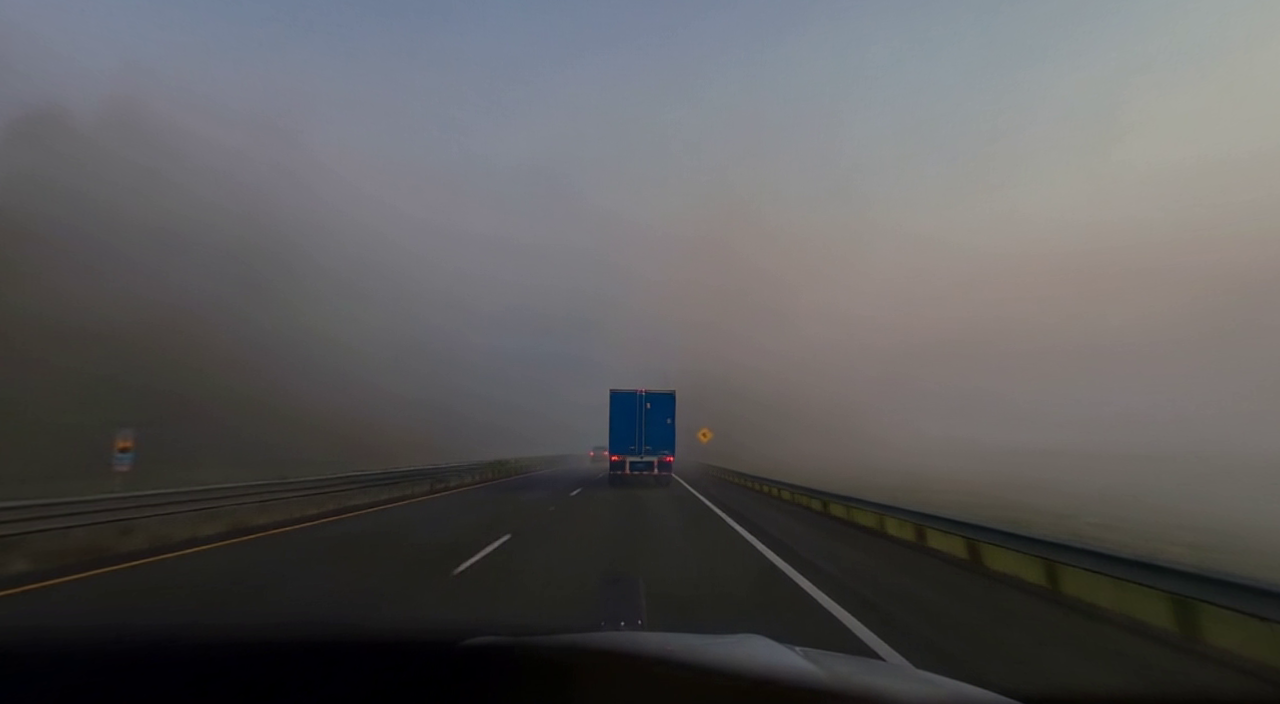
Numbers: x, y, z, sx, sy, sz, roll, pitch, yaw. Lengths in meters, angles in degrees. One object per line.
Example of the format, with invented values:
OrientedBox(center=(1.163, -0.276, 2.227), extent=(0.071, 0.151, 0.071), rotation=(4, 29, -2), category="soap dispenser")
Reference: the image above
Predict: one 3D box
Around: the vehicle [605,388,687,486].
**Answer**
OrientedBox(center=(0.093, 3.722, 27.141), extent=(2.913, 3.530, 8.648), rotation=(0, -9, -2), category="vehicle")

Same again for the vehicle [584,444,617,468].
OrientedBox(center=(-2.917, 7.827, 47.513), extent=(2.160, 1.661, 4.388), rotation=(0, -9, 1), category="vehicle")
